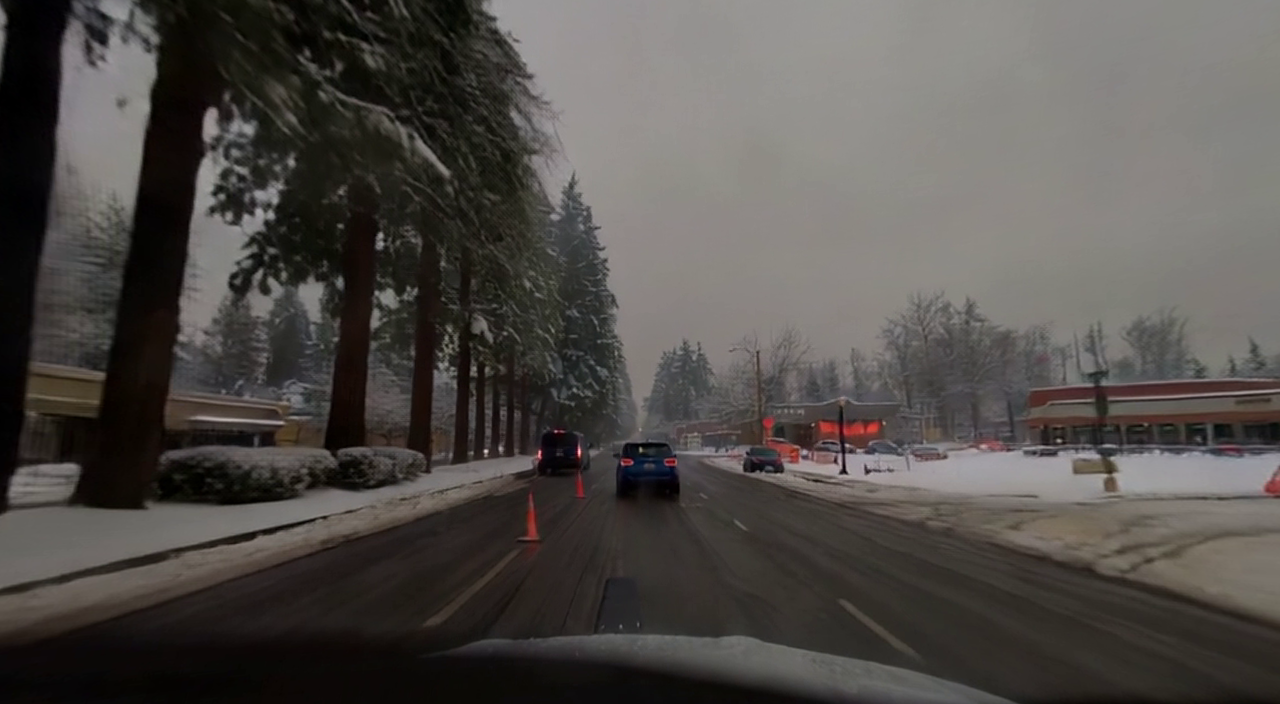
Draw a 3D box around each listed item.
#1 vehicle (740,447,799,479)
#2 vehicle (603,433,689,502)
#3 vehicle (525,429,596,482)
[{"bbox_3d":[6.706,5.794,33.186,2.076,1.535,4.460,1,-9,-1],"label":"vehicle"},{"bbox_3d":[0.101,3.246,18.127,2.168,1.725,4.192,0,-9,-1],"label":"vehicle"},{"bbox_3d":[-3.369,4.552,28.022,2.357,2.063,5.488,0,-9,1],"label":"vehicle"}]
